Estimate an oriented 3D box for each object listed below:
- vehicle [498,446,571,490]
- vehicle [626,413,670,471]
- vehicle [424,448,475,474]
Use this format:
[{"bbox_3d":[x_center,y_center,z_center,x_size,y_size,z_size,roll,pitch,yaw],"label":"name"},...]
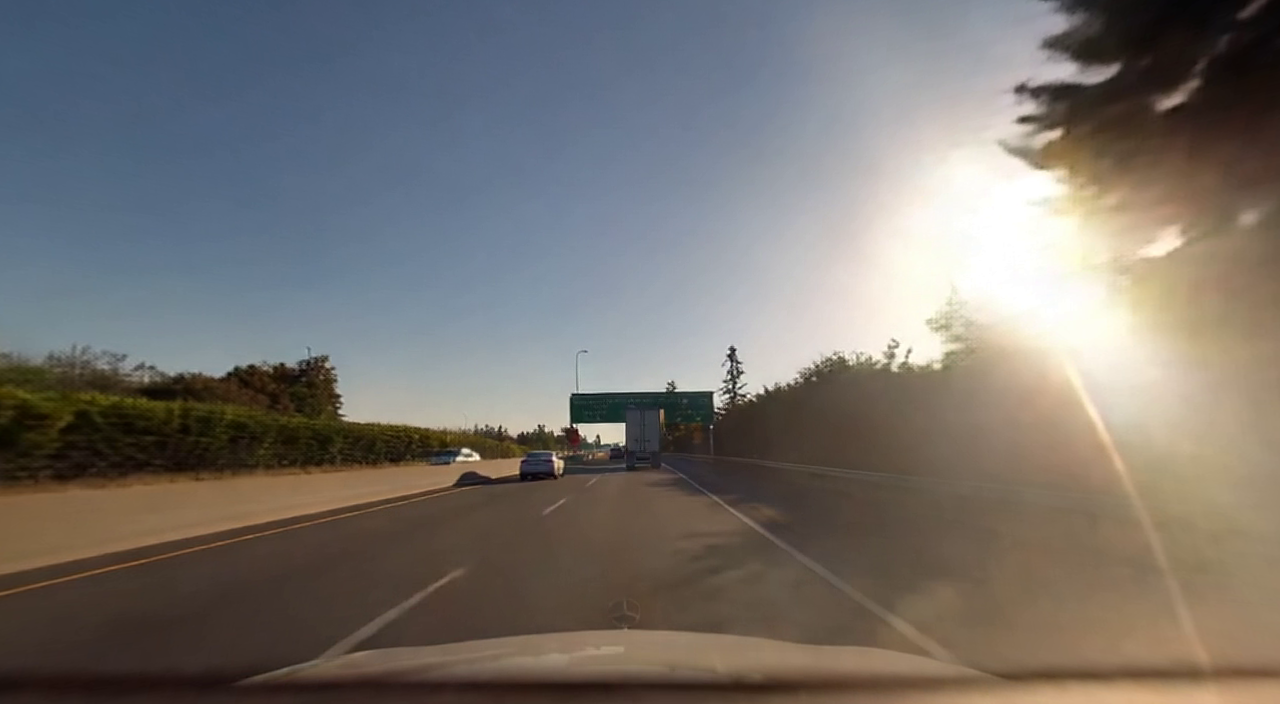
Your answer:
[{"bbox_3d":[-4.001,4.491,24.727,2.053,1.523,4.450,0,-9,0],"label":"vehicle"},{"bbox_3d":[0.427,6.656,46.498,2.864,3.805,9.500,0,-9,-1],"label":"vehicle"},{"bbox_3d":[-12.392,7.105,41.311,1.944,1.532,4.382,0,-9,1],"label":"vehicle"}]
